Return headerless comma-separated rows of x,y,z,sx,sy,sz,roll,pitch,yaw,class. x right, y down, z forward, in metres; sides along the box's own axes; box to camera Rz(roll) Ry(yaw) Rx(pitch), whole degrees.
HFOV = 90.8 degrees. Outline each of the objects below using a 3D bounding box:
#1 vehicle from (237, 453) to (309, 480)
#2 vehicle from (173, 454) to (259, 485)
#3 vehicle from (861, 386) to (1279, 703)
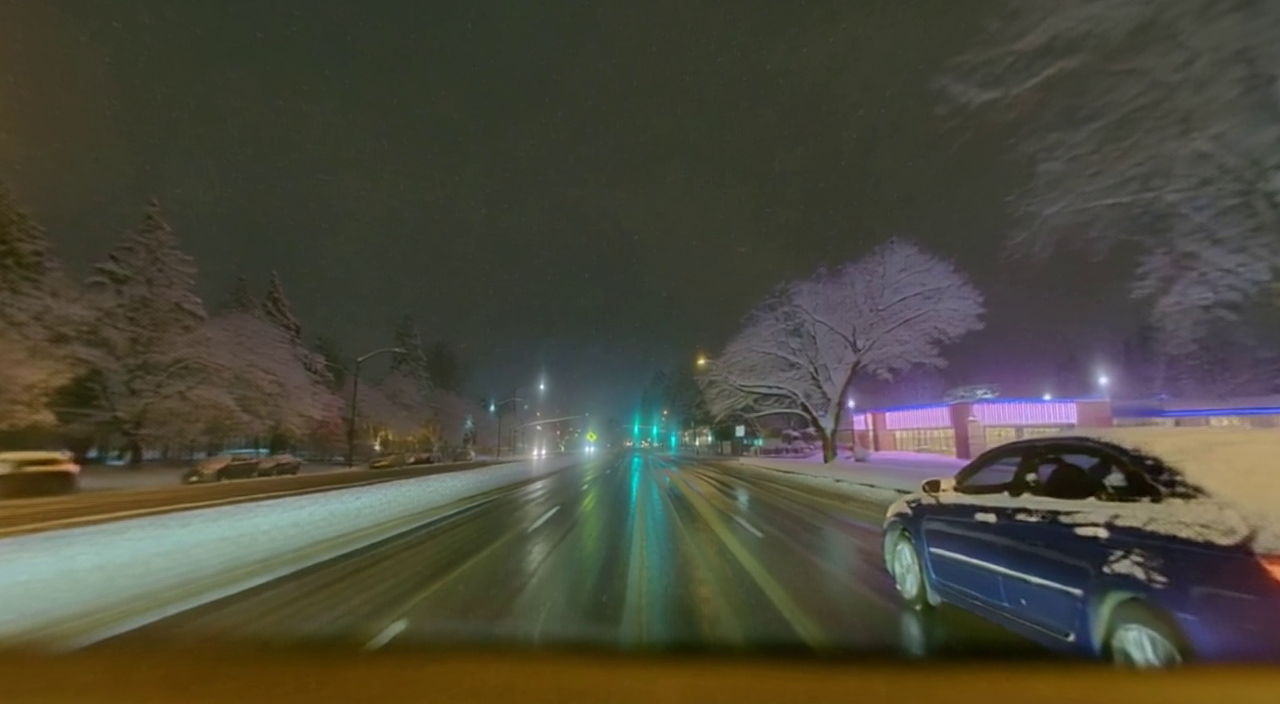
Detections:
-22.448,6.986,38.784,1.784,1.438,4.471,-1,-8,-1,vehicle
-22.428,6.196,33.607,1.745,1.476,4.123,-1,-8,-1,vehicle
3.075,1.057,3.522,2.004,1.470,4.544,-1,-8,0,vehicle
